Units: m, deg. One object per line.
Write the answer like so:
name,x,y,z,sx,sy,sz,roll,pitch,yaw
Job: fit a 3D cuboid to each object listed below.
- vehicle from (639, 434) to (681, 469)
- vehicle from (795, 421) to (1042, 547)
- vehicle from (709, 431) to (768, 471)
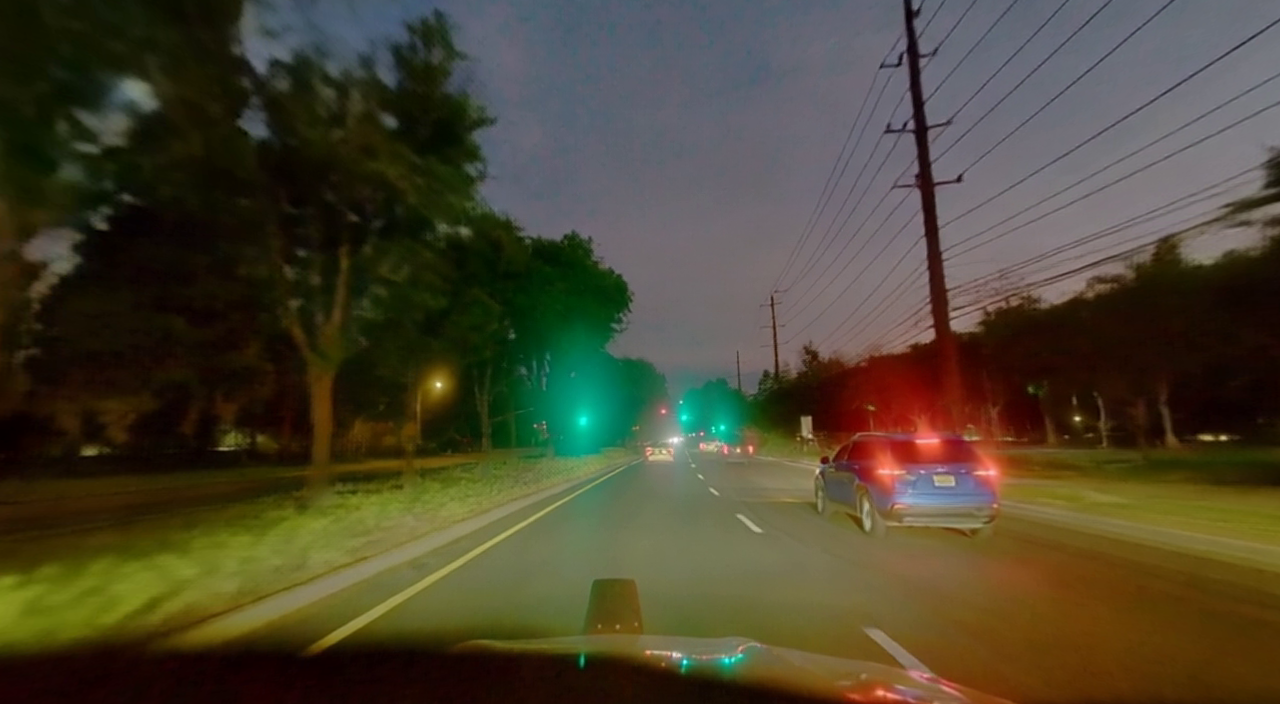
vehicle,1.106,5.521,35.125,2.163,1.746,4.073,-1,-9,2
vehicle,3.931,1.933,9.890,1.881,1.512,4.294,0,-9,0
vehicle,4.881,5.001,32.117,2.254,1.840,4.918,-1,-9,1
